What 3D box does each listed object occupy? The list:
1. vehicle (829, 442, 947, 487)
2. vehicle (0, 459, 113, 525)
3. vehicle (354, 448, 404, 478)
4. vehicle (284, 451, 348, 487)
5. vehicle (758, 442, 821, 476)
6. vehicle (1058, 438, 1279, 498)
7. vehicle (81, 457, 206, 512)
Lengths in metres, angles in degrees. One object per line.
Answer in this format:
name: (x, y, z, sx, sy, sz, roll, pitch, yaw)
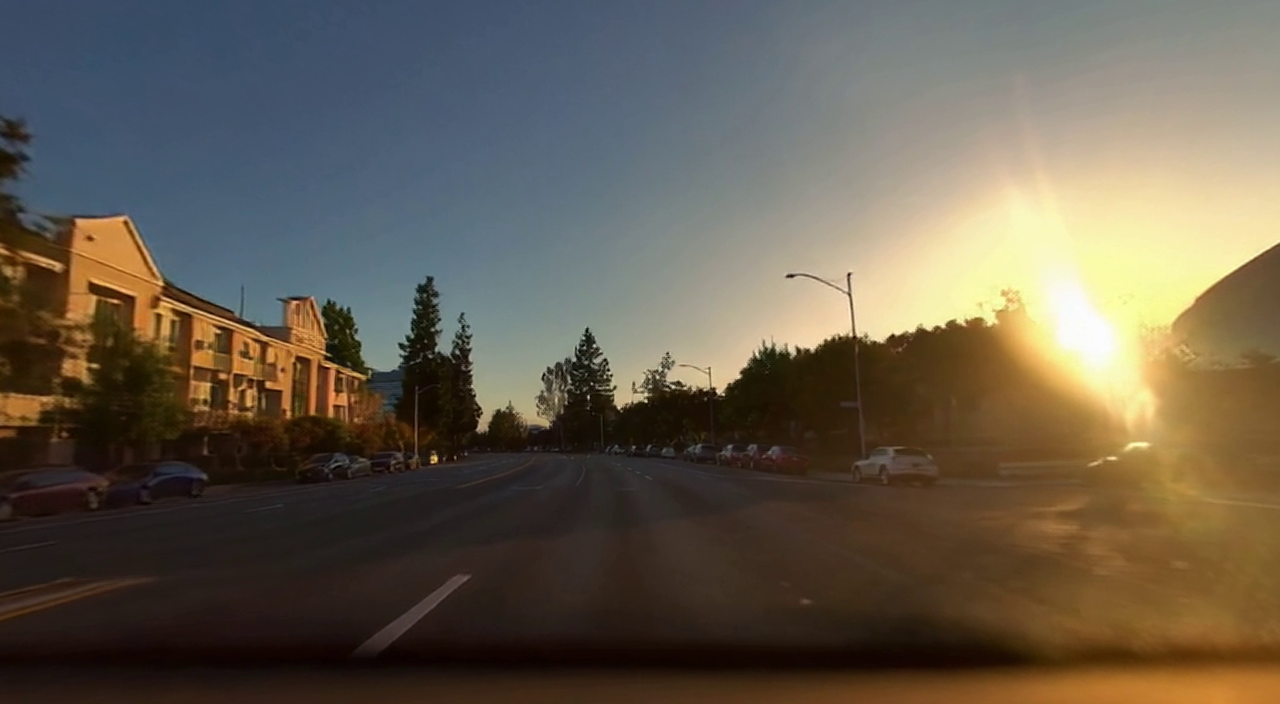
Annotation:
vehicle: (9.881, 4.489, 25.459, 1.919, 1.627, 4.196, 5, -10, -25)
vehicle: (-17.507, 3.927, 17.600, 1.802, 1.477, 4.648, -3, -6, -3)
vehicle: (-20.181, 8.588, 49.048, 2.111, 1.908, 5.586, 0, -7, -7)
vehicle: (-18.825, 6.787, 36.855, 1.916, 1.657, 4.366, -1, -6, -7)
vehicle: (8.374, 6.058, 35.783, 2.039, 1.752, 4.876, 1, -9, -4)
vehicle: (16.007, 3.450, 19.072, 5.088, 1.538, 2.114, -2, -7, 3)
vehicle: (-17.769, 4.703, 22.793, 1.836, 1.512, 3.581, -2, -6, -4)
